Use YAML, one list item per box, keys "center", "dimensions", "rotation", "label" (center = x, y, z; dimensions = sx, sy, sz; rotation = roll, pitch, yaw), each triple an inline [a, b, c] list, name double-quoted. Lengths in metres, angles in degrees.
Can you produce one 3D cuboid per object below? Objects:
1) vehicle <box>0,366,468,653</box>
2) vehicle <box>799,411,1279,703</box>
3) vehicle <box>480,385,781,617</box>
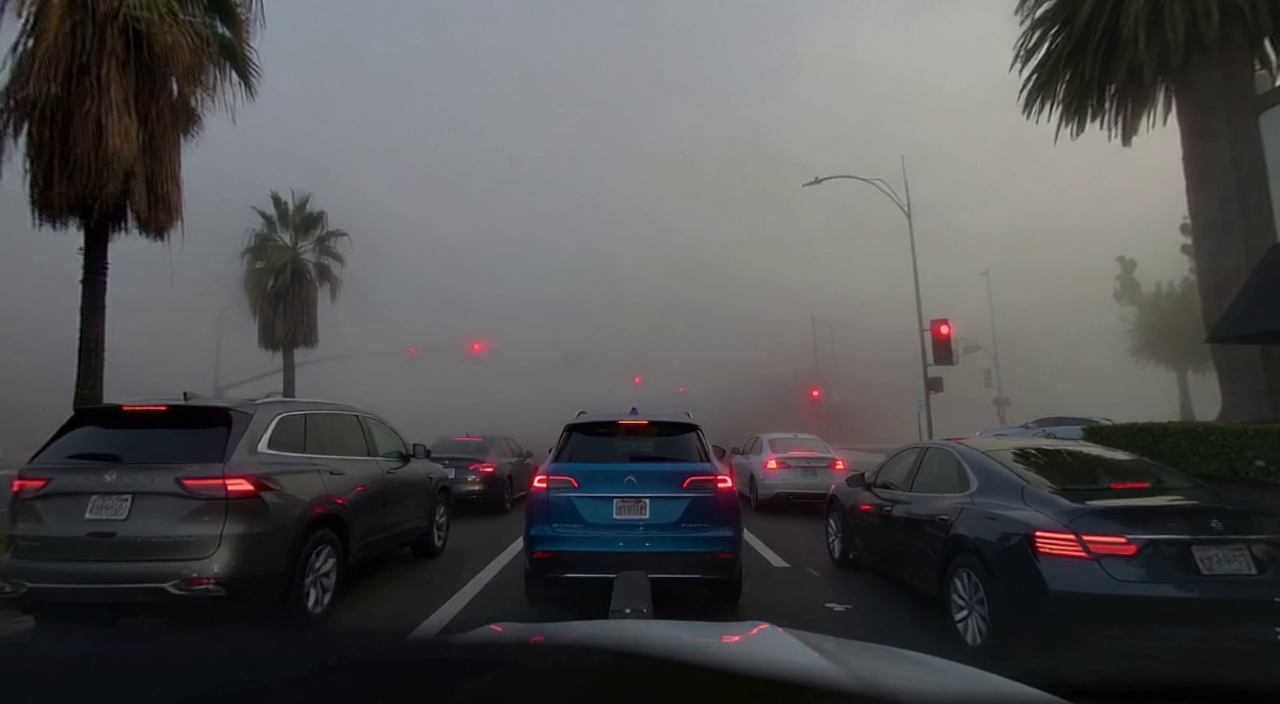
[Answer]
- center: [-3.344, 1.281, 6.127]
  dimensions: [2.014, 1.755, 4.360]
  rotation: [0, -8, 1]
  label: "vehicle"
- center: [2.966, 1.367, 5.254]
  dimensions: [2.017, 1.491, 4.611]
  rotation: [0, -8, -1]
  label: "vehicle"
- center: [-0.131, 1.455, 7.063]
  dimensions: [2.280, 1.747, 4.361]
  rotation: [0, -8, -2]
  label: "vehicle"
